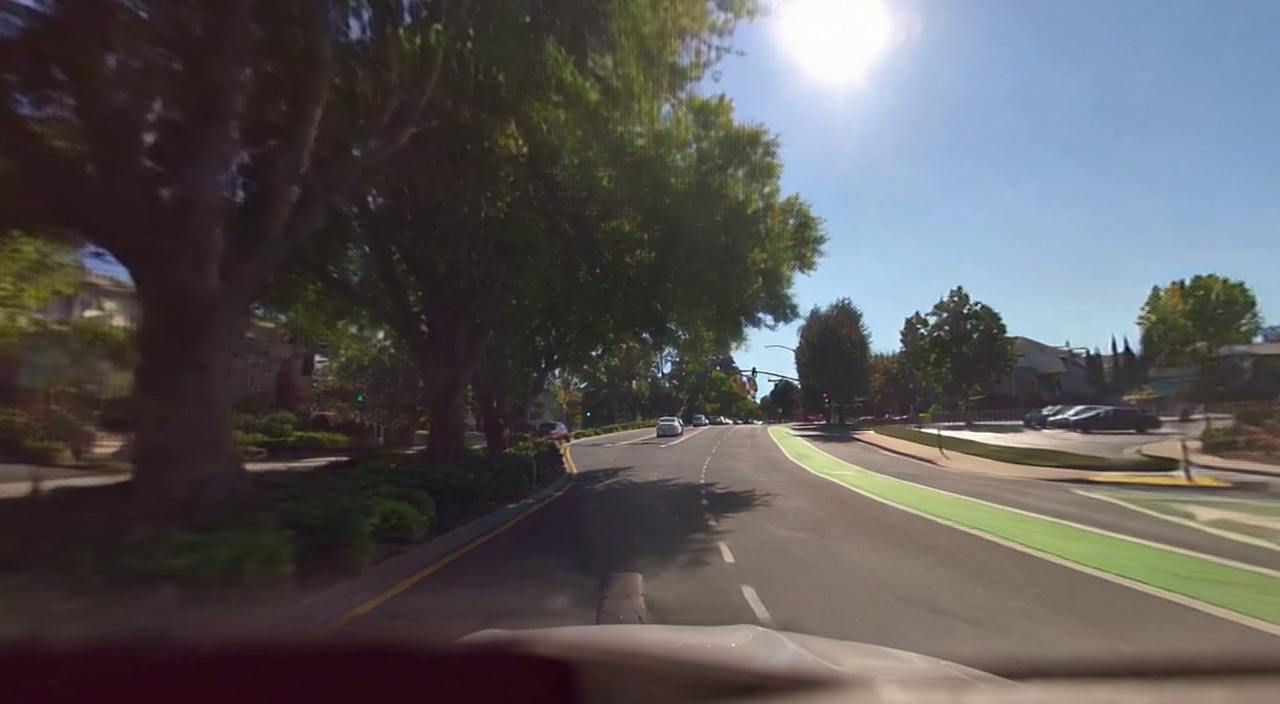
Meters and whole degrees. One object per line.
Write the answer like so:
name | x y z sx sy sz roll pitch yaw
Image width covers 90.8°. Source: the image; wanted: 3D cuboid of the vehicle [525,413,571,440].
vehicle | -6.828 5.632 47.483 2.182 1.843 4.604 -1 -9 8
